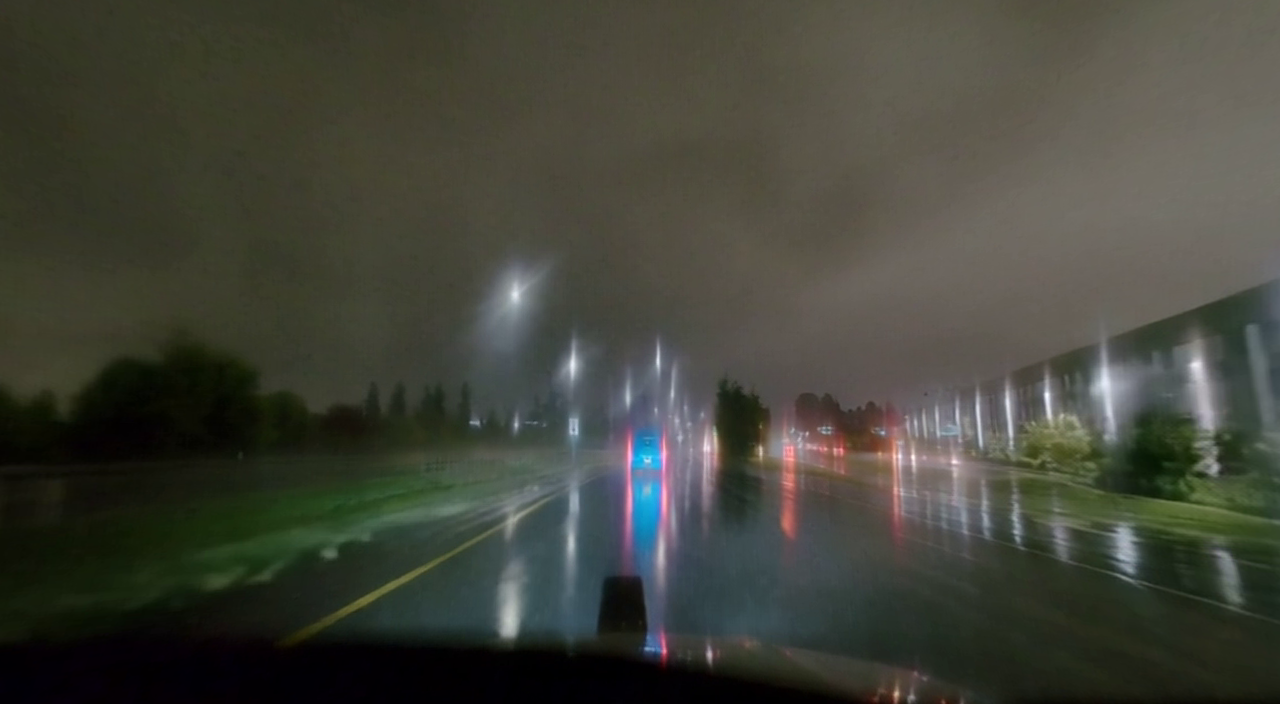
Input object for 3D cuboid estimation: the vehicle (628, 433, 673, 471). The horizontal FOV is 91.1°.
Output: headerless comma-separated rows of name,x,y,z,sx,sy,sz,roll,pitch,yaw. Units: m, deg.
vehicle,0.661,6.006,37.820,2.546,2.126,5.153,0,-8,2
